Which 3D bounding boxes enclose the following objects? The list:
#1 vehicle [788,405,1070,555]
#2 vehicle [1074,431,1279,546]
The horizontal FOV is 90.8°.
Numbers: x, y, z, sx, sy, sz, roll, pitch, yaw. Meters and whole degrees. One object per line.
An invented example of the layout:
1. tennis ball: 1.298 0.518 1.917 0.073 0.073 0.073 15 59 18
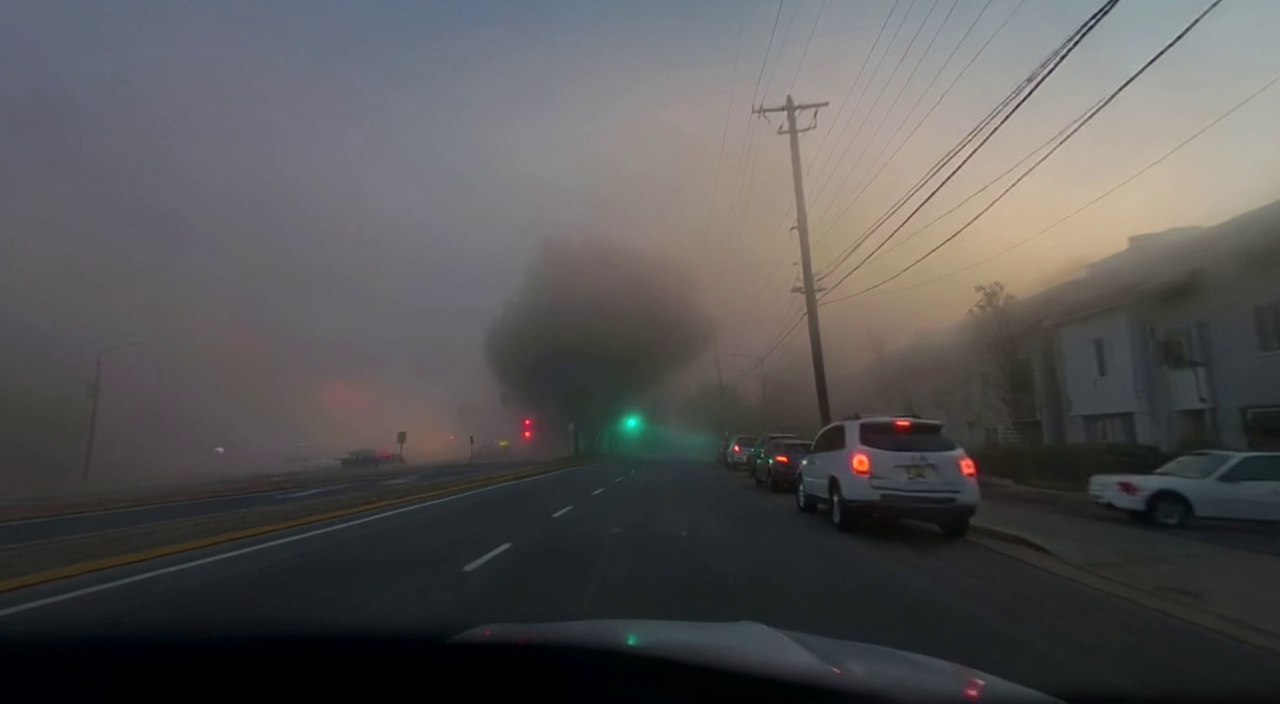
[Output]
1. vehicle: 4.123 1.932 10.305 2.359 1.817 4.985 0 -8 2
2. vehicle: 10.170 2.146 10.220 2.038 1.680 4.660 7 -11 -38
